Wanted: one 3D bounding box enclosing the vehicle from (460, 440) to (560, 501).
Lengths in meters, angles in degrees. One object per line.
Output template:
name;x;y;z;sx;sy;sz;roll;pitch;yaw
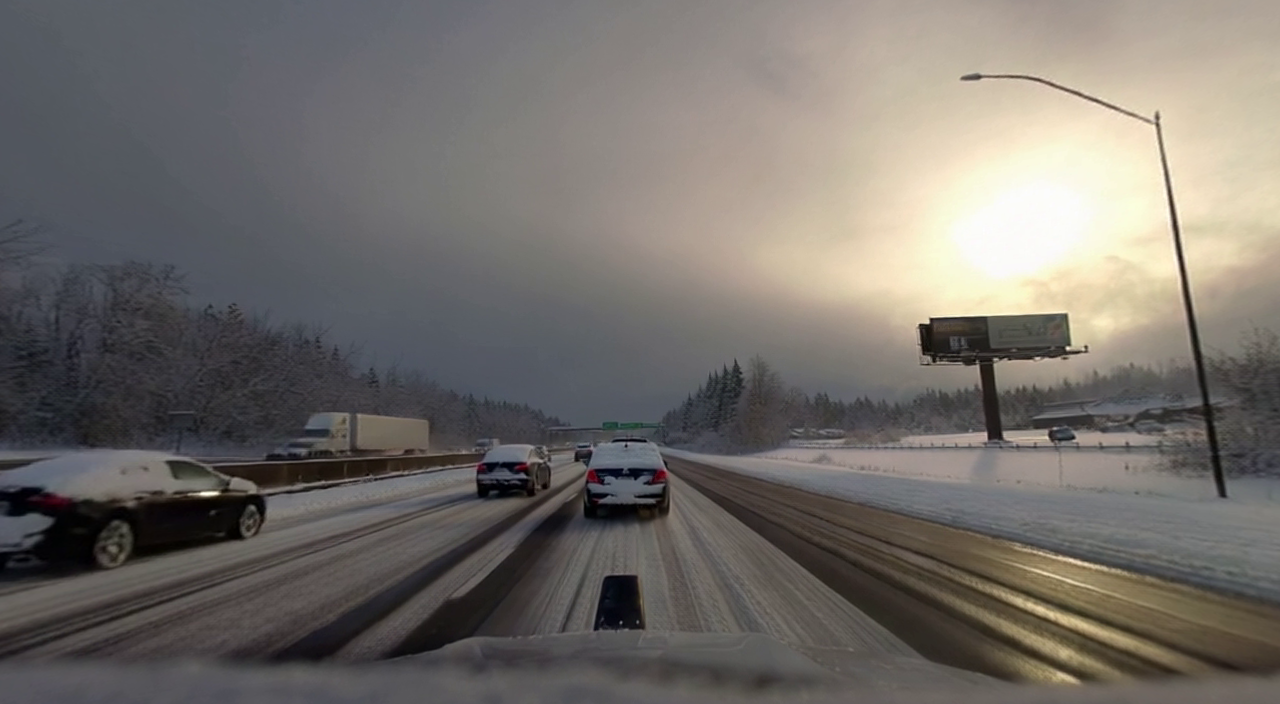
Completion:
vehicle;-3.567;3.334;18.171;1.889;1.522;4.465;0;-9;1

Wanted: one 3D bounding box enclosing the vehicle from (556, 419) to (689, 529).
vehicle;-0.300;2.331;12.581;2.127;1.749;4.776;0;-9;-1

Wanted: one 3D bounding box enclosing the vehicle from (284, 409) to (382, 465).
vehicle;-23.192;6.591;48.263;3.063;3.879;8.695;0;-9;-1

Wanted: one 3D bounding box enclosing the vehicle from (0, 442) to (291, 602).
vehicle;-6.887;1.938;8.212;1.892;1.468;4.792;0;-9;0

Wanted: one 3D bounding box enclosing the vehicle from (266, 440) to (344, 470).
vehicle;-19.125;5.888;36.201;1.859;1.624;4.863;0;-9;-1
